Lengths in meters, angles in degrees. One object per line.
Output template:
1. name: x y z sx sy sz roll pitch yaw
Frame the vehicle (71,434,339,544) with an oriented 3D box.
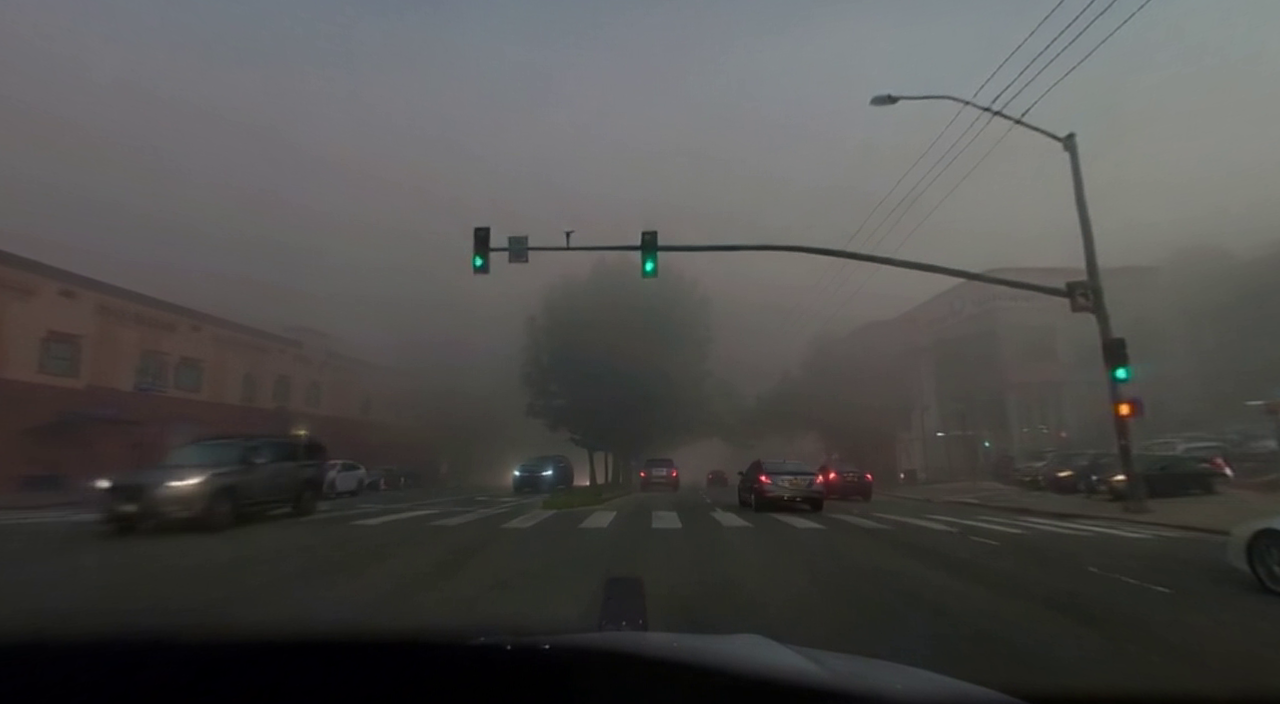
1. vehicle: -8.399 2.632 12.915 2.065 1.805 4.668 0 -8 1

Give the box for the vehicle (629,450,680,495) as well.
1. vehicle: 0.705 5.544 29.426 2.210 1.861 4.280 0 -8 2

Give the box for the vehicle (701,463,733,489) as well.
1. vehicle: 5.846 9.425 48.193 2.036 1.719 4.318 0 -8 2

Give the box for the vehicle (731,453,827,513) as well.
1. vehicle: 4.008 3.838 19.037 1.963 1.484 4.609 0 -8 2

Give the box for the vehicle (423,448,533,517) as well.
1. vehicle: -4.675 3.787 18.931 2.041 1.494 4.647 -2 -6 1

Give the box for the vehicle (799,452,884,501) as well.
1. vehicle: 7.990 4.943 25.477 2.040 1.738 4.414 0 -8 1

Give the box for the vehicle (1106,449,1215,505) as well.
1. vehicle: 16.049 3.731 19.360 2.052 1.399 4.373 -7 -10 44

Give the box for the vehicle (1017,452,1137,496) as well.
1. vehicle: 16.339 4.479 23.483 4.964 1.453 2.184 8 -11 -38

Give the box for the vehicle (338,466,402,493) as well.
1. vehicle: -17.839 8.516 41.978 2.018 1.608 4.882 0 -12 1
